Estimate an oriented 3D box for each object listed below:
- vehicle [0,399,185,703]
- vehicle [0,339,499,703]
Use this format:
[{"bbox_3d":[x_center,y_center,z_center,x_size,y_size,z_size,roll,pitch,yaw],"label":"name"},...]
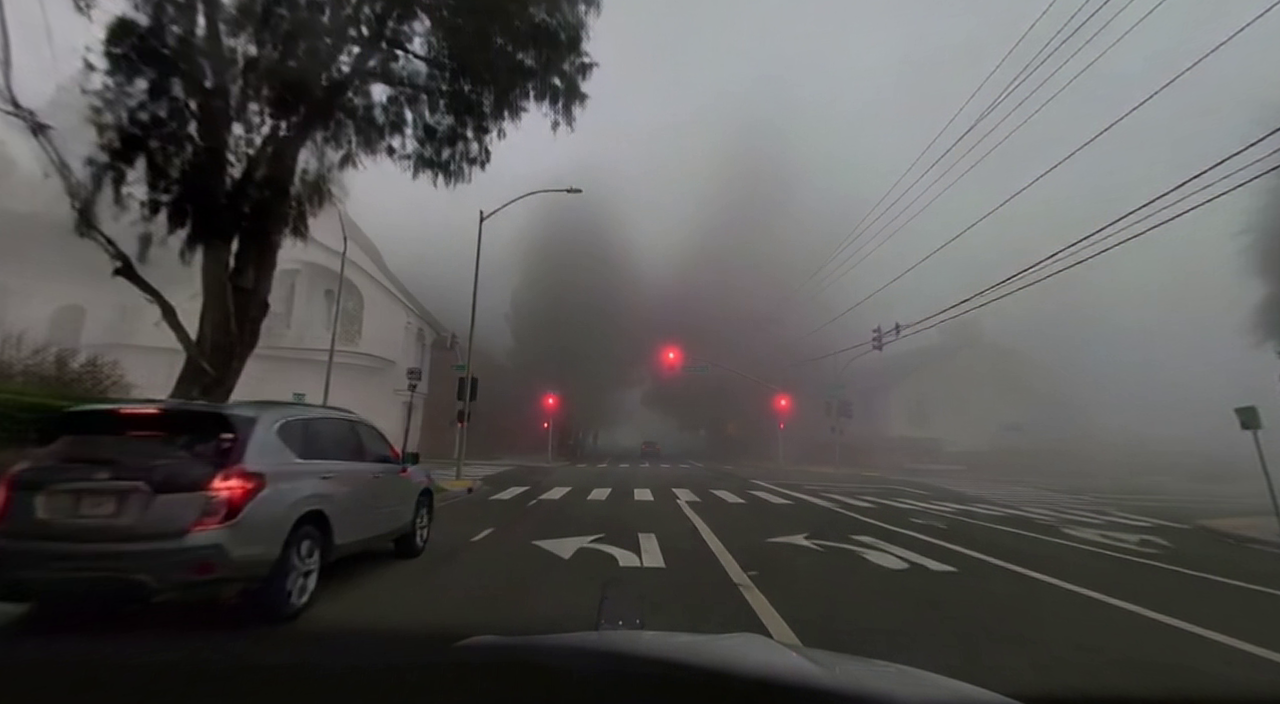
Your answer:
[{"bbox_3d":[-3.460,0.753,1.108,1.855,1.534,4.644,0,-9,0],"label":"vehicle"},{"bbox_3d":[-3.344,1.335,6.392,2.271,1.885,6.346,0,-8,1],"label":"vehicle"}]
